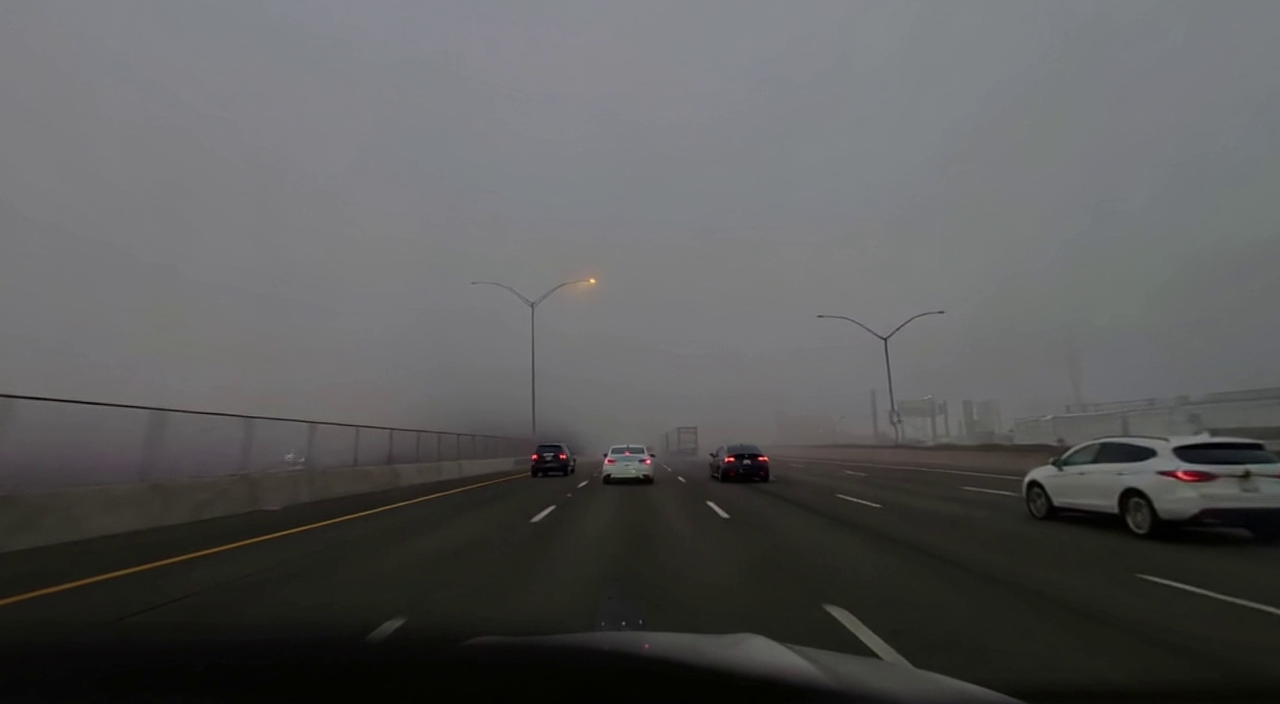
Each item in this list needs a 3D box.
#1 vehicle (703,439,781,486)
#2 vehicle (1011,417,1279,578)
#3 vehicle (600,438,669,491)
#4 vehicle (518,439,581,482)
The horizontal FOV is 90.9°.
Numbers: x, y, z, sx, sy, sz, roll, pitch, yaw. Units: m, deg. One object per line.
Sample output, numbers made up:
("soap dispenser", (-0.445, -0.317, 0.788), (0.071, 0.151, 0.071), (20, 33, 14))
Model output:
("vehicle", (3.436, 3.809, 22.113), (1.942, 1.453, 4.329), (0, -8, -1))
("vehicle", (6.902, 1.679, 8.075), (1.860, 1.520, 3.961), (0, -8, 0))
("vehicle", (-0.150, 3.771, 21.576), (2.067, 1.555, 4.851), (0, -8, 0))
("vehicle", (-3.695, 4.514, 26.552), (2.036, 1.669, 4.112), (0, -8, 0))
